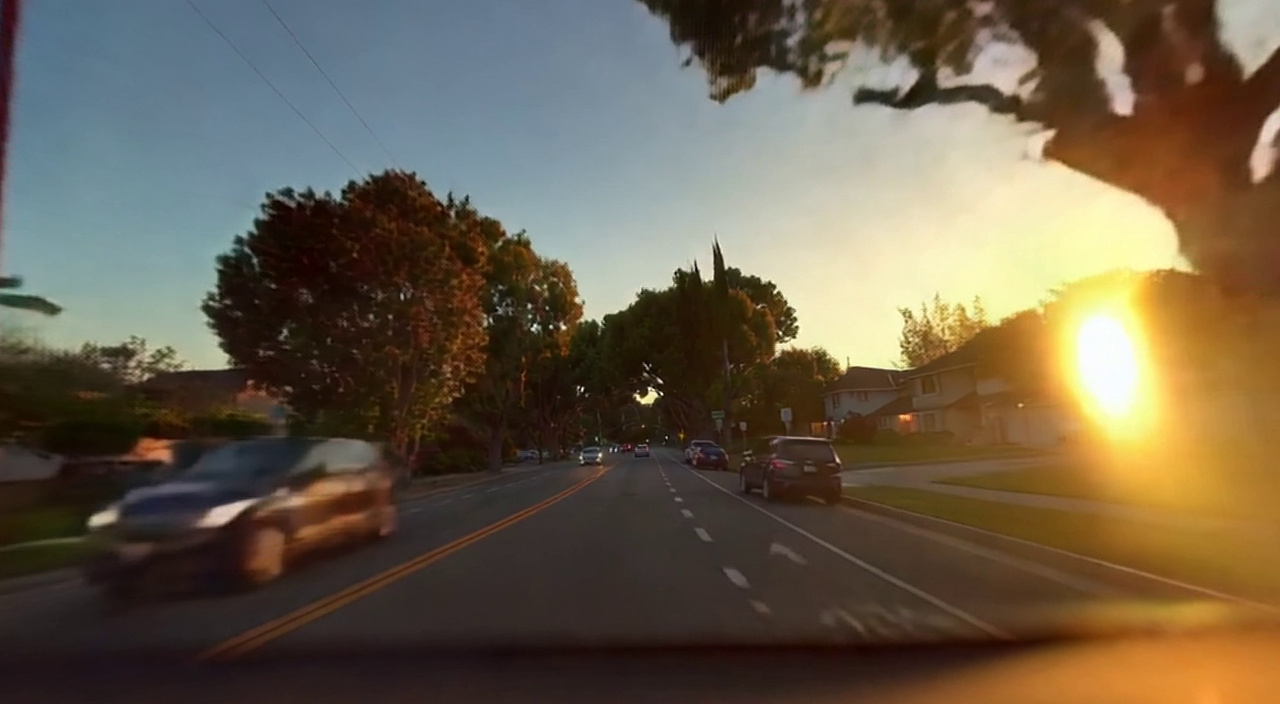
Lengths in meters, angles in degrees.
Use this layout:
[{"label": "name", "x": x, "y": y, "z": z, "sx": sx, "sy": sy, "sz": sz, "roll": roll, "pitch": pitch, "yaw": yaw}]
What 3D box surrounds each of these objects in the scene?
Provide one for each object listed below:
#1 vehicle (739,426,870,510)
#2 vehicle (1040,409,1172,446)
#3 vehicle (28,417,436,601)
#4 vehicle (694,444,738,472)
[{"label": "vehicle", "x": 3.867, "y": 2.815, "z": 15.856, "sx": 2.087, "sy": 1.725, "sz": 4.986, "roll": -1, "pitch": -8, "yaw": 2}, {"label": "vehicle", "x": 22.133, "y": 3.616, "z": 30.109, "sx": 4.799, "sy": 1.678, "sz": 2.002, "roll": 0, "pitch": -9, "yaw": -5}, {"label": "vehicle", "x": -4.903, "y": 1.942, "z": 8.937, "sx": 2.091, "sy": 1.793, "sz": 5.296, "roll": -1, "pitch": -8, "yaw": 2}, {"label": "vehicle", "x": 4.137, "y": 5.827, "z": 34.929, "sx": 1.874, "sy": 1.415, "sz": 4.683, "roll": 0, "pitch": -8, "yaw": 0}]
